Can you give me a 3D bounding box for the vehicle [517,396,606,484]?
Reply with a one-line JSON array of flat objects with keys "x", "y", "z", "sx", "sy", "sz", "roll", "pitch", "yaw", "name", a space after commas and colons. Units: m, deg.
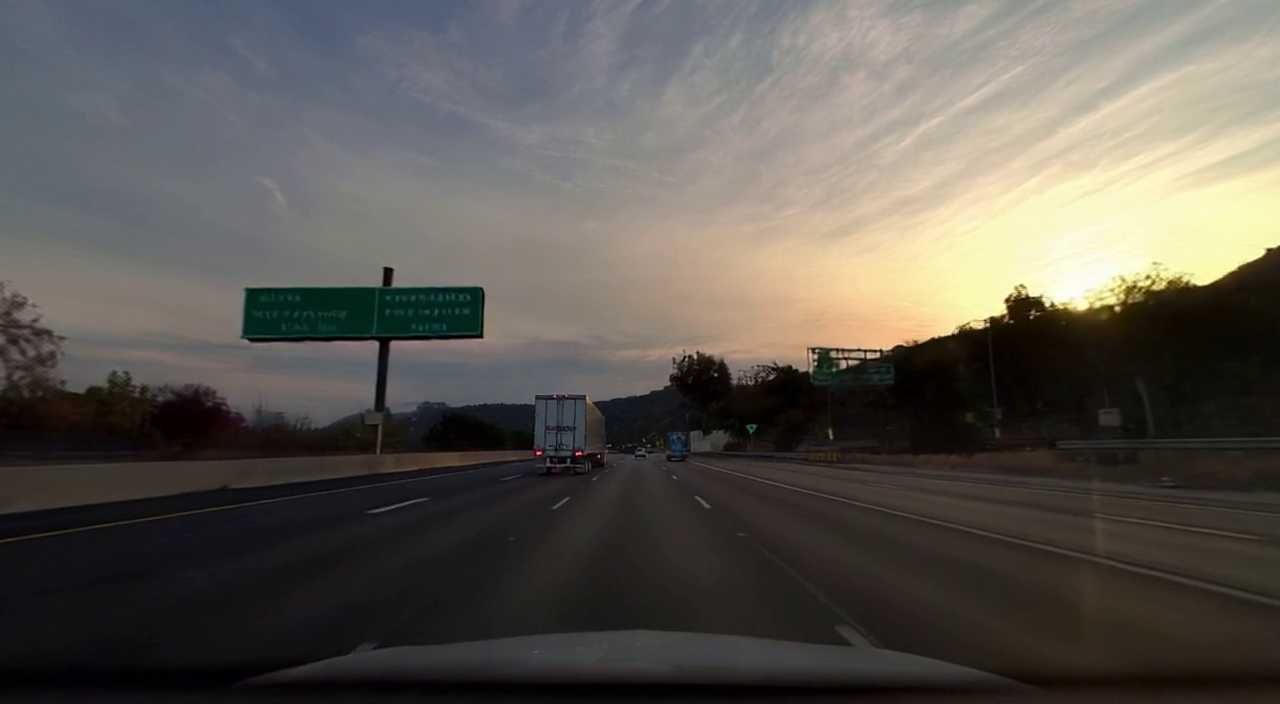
[{"x": -3.319, "y": 4.099, "z": 28.966, "sx": 2.922, "sy": 3.458, "sz": 8.360, "roll": 0, "pitch": -9, "yaw": 1, "name": "vehicle"}]
